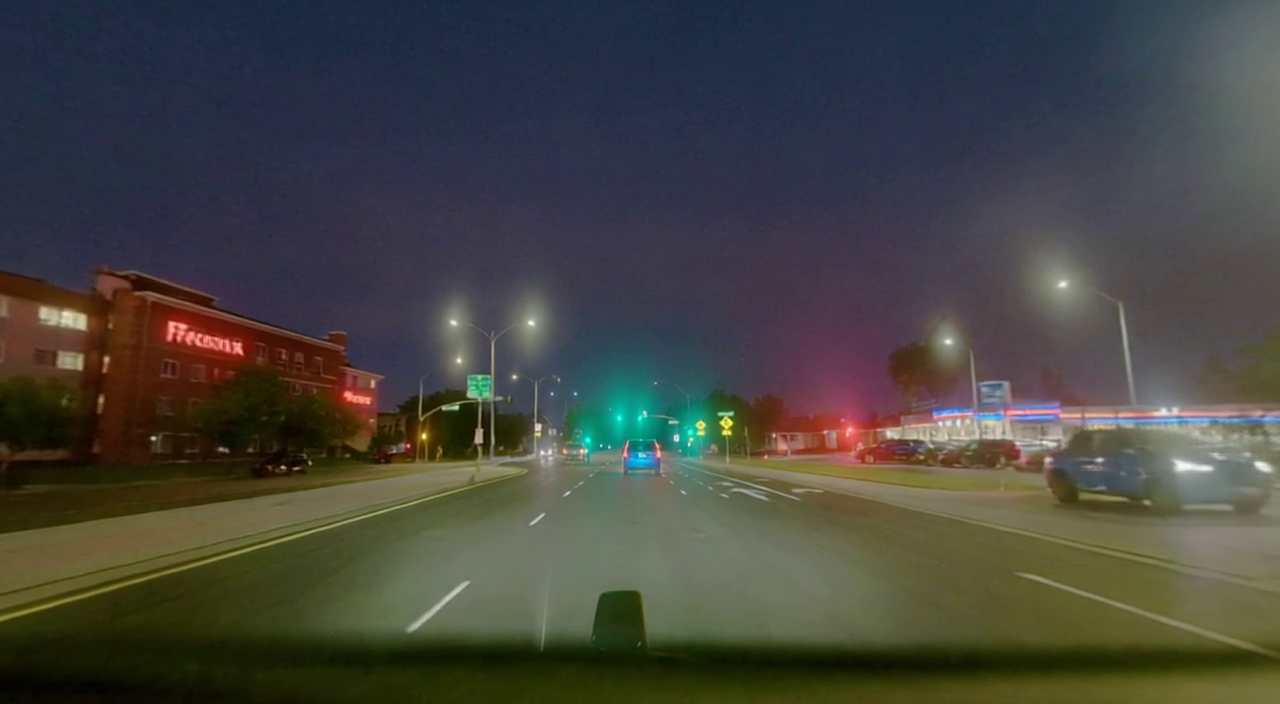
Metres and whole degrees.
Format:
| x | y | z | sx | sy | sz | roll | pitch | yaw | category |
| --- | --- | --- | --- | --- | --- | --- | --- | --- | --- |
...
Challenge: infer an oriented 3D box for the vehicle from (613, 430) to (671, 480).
| x | y | z | sx | sy | sz | roll | pitch | yaw | category |
| --- | --- | --- | --- | --- | --- | --- | --- | --- | --- |
| 0.026 | 4.382 | 27.172 | 2.273 | 1.909 | 5.075 | 0 | -9 | -1 | vehicle |

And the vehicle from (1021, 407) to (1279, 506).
| x | y | z | sx | sy | sz | roll | pitch | yaw | category |
| --- | --- | --- | --- | --- | --- | --- | --- | --- | --- |
| 11.385 | 2.141 | 13.072 | 5.506 | 1.850 | 2.156 | 0 | -9 | 1 | vehicle |

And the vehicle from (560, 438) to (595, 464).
| x | y | z | sx | sy | sz | roll | pitch | yaw | category |
| --- | --- | --- | --- | --- | --- | --- | --- | --- | --- |
| -4.558 | 7.297 | 46.669 | 2.202 | 1.856 | 4.516 | 0 | -9 | -1 | vehicle |

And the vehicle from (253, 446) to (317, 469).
| x | y | z | sx | sy | sz | roll | pitch | yaw | category |
| --- | --- | --- | --- | --- | --- | --- | --- | --- | --- |
| -26.405 | 7.868 | 47.185 | 2.031 | 1.622 | 4.722 | 0 | -9 | 1 | vehicle |
